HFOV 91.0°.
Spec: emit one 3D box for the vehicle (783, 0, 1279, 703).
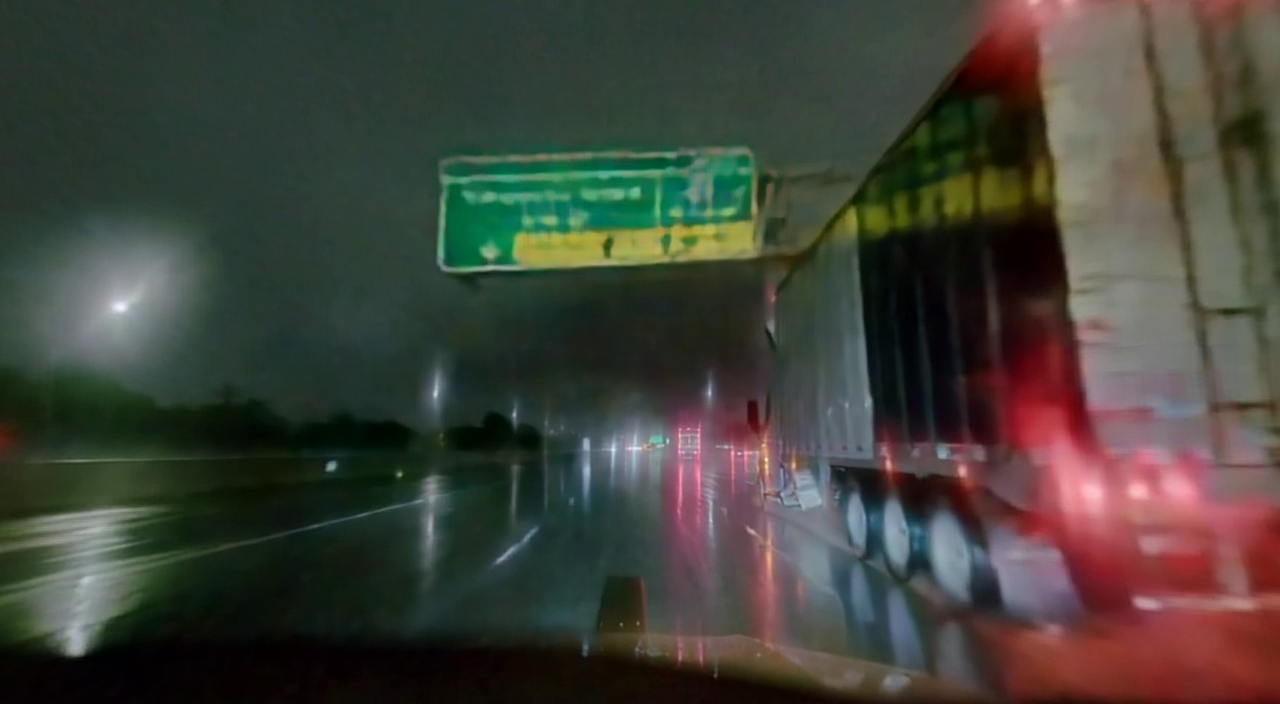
[{"bbox_3d":[3.562,0.114,5.186,2.998,3.820,8.356,0,-9,2],"label":"vehicle"}]
